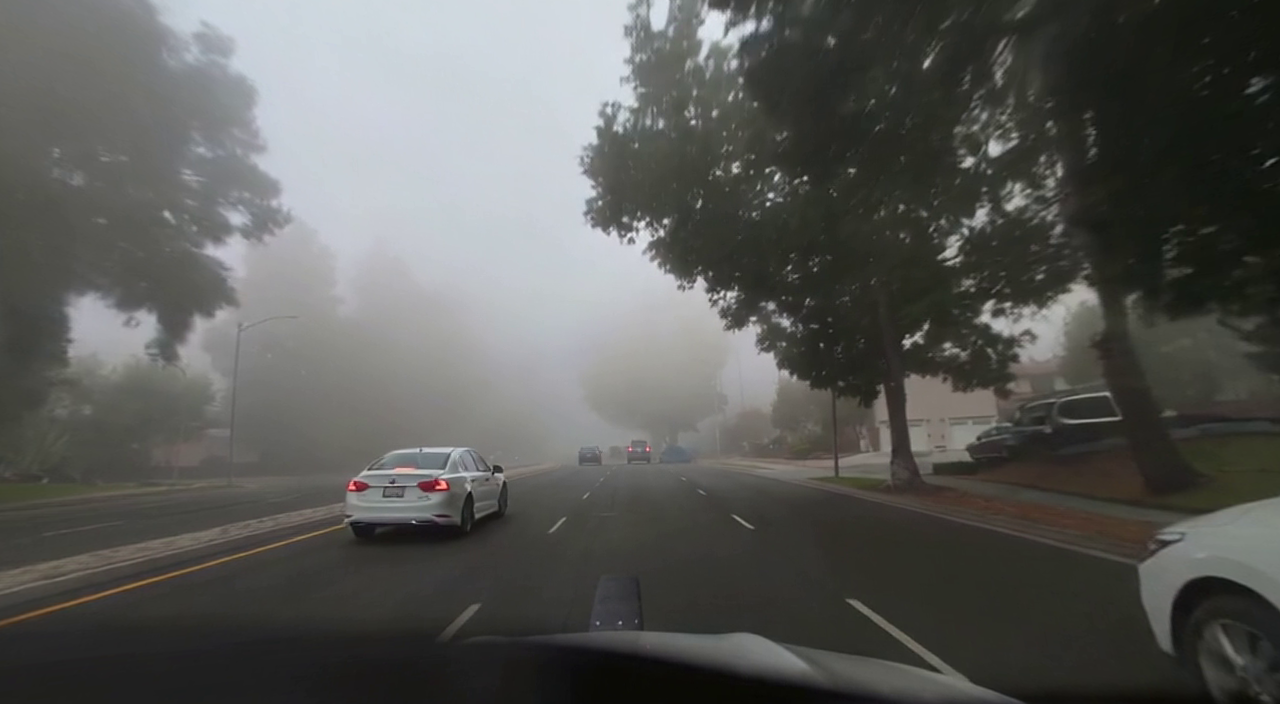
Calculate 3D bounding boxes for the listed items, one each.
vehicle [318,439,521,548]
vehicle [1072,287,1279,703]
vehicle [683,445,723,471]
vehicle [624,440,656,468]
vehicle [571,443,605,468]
[{"bbox_3d":[-3.398,2.239,10.803,1.844,1.451,4.543,0,-8,0],"label":"vehicle"},{"bbox_3d":[3.618,0.590,1.621,2.125,1.937,3.924,0,-8,-1],"label":"vehicle"},{"bbox_3d":[3.732,6.327,38.058,1.830,1.451,4.009,0,-8,-2],"label":"vehicle"},{"bbox_3d":[-0.057,6.780,42.252,2.043,1.734,4.253,0,-8,-2],"label":"vehicle"},{"bbox_3d":[-3.456,6.893,42.366,2.000,1.569,3.794,0,-8,-1],"label":"vehicle"}]
